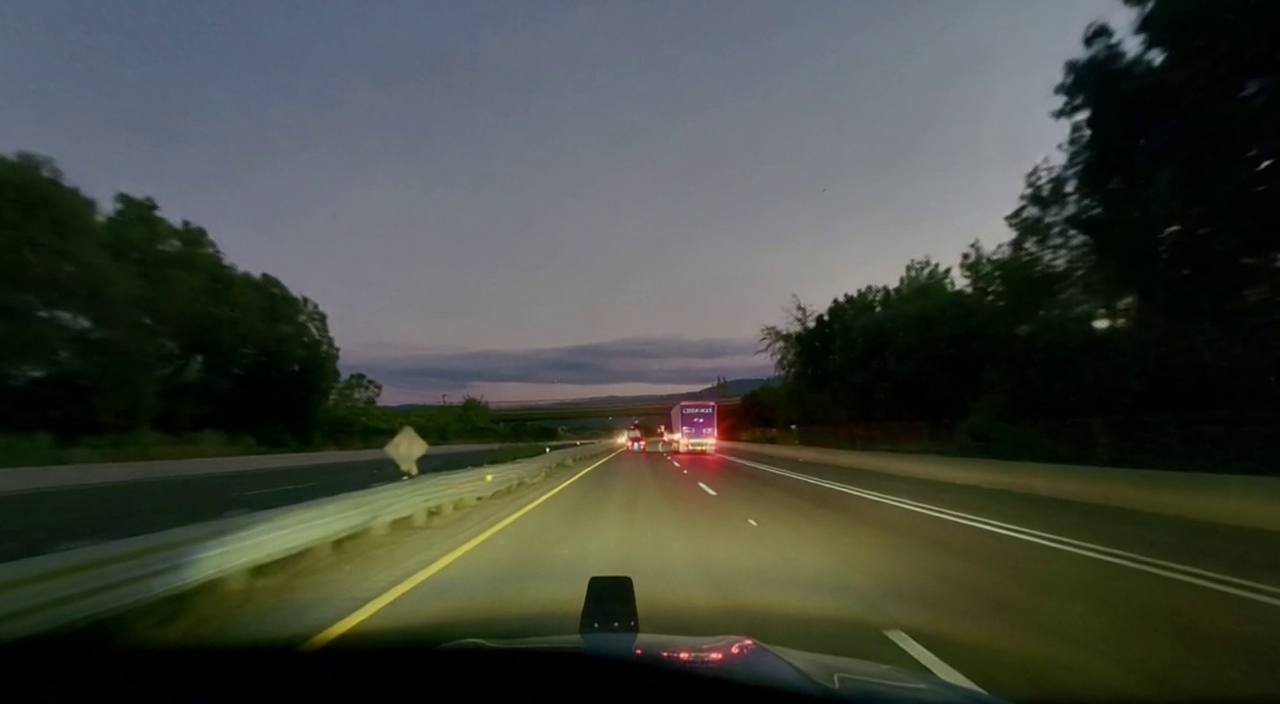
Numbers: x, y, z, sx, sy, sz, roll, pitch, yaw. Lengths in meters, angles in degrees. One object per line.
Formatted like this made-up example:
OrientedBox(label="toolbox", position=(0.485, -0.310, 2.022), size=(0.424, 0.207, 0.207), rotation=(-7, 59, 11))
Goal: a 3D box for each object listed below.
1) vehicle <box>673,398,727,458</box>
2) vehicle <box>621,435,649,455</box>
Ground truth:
OrientedBox(label="vehicle", position=(3.602, 4.654, 38.563), size=(2.913, 3.491, 2.811), rotation=(0, -8, -1))
OrientedBox(label="vehicle", position=(-0.361, 6.754, 45.968), size=(1.996, 1.325, 4.029), rotation=(0, -8, 0))
